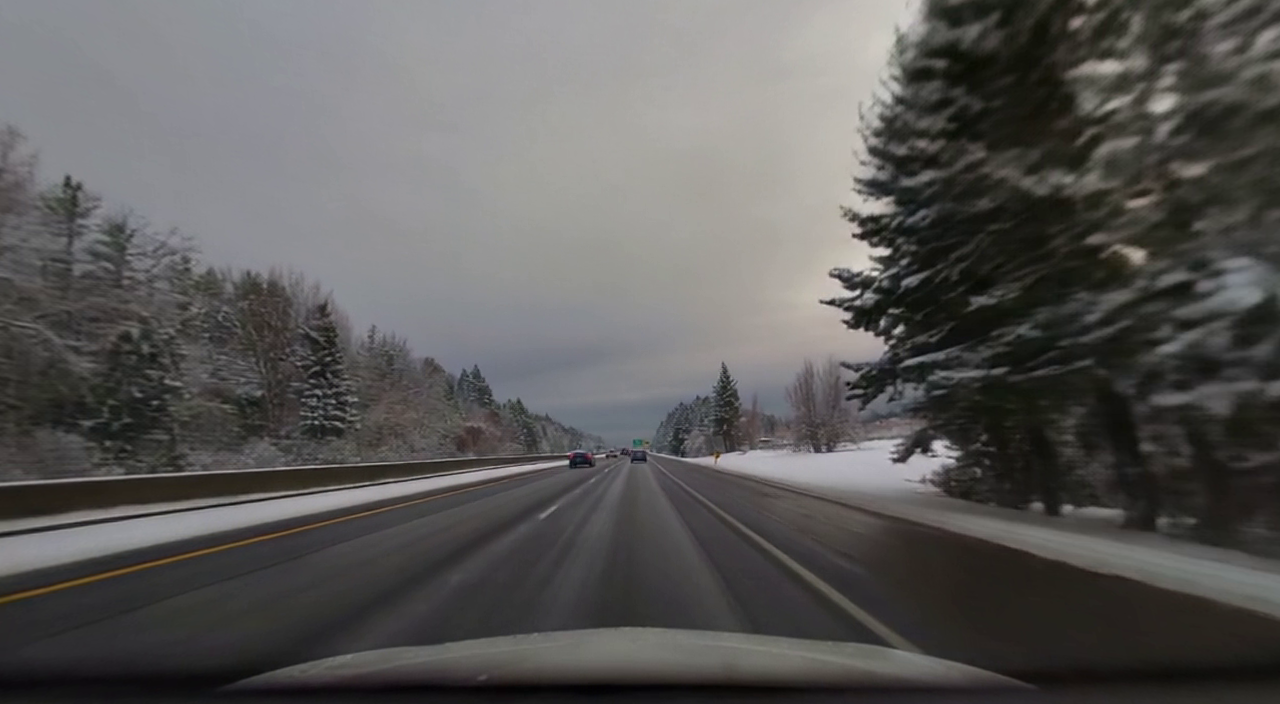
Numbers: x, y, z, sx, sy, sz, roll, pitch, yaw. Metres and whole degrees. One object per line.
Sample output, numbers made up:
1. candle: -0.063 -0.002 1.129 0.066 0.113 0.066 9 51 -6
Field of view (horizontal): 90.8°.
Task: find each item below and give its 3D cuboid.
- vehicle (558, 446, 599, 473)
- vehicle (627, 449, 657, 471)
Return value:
1. vehicle: -3.973 7.030 41.549 2.182 1.629 4.263 0 -9 1
2. vehicle: 0.147 7.701 45.249 2.046 1.452 4.407 0 -9 0
